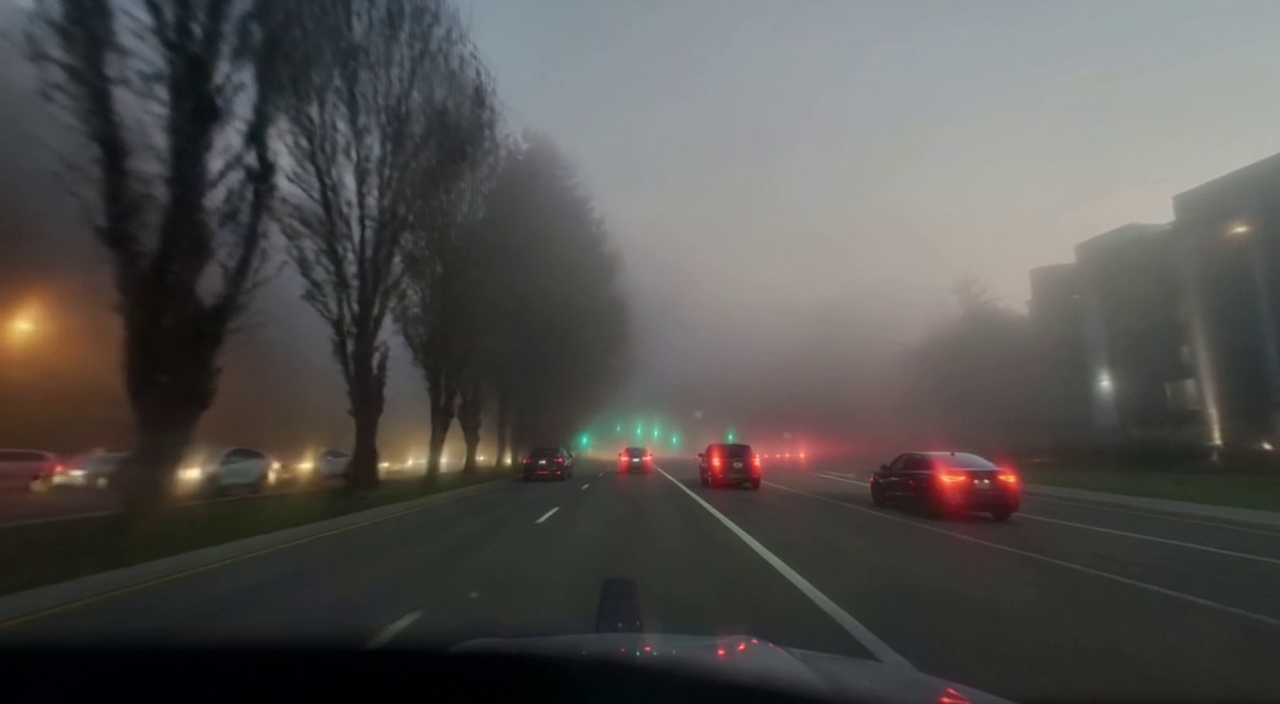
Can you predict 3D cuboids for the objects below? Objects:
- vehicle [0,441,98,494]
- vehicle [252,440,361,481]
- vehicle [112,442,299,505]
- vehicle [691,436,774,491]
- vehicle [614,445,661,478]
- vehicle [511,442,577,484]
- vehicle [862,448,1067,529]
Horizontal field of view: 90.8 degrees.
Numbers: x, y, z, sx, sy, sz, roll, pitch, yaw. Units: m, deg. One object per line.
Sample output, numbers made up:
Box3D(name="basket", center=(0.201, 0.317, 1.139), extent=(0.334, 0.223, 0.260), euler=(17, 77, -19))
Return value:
Box3D(name="vehicle", center=(-22.459, 4.076, 22.483), extent=(2.005, 1.761, 4.824), euler=(0, -8, 0))
Box3D(name="vehicle", center=(-15.484, 5.043, 29.763), extent=(2.089, 1.744, 5.500), euler=(0, -8, 0))
Box3D(name="vehicle", center=(-12.431, 3.475, 18.627), extent=(2.043, 1.571, 4.946), euler=(0, -8, -1))
Box3D(name="vehicle", center=(3.123, 3.880, 22.296), extent=(2.161, 1.716, 4.194), euler=(0, -8, -2))
Box3D(name="vehicle", center=(-0.186, 5.369, 31.211), extent=(2.155, 1.486, 4.403), euler=(0, -8, -1))
Box3D(name="vehicle", center=(-4.020, 4.732, 27.239), extent=(2.172, 1.671, 4.175), euler=(0, -8, 0))
Box3D(name="vehicle", center=(6.559, 2.759, 13.465), extent=(1.945, 1.408, 4.288), euler=(0, -8, -2))
